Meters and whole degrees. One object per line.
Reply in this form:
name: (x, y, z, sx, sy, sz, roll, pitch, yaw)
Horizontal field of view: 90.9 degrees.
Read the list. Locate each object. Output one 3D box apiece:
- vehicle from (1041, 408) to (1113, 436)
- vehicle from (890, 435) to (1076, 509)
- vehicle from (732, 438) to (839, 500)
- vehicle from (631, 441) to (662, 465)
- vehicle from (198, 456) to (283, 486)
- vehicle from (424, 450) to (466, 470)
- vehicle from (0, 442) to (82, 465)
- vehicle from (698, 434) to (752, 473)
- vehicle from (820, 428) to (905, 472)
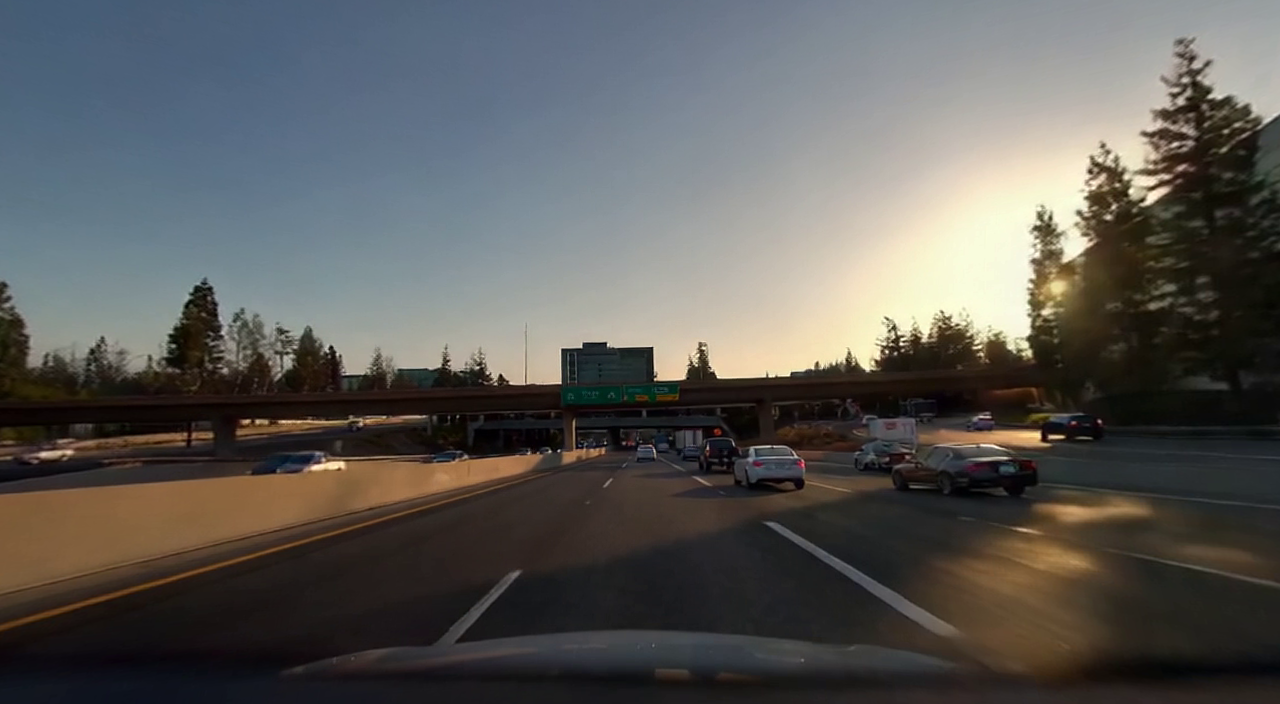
vehicle: (32.437, 5.267, 47.036, 2.131, 1.840, 4.870, -1, -8, 5)
vehicle: (7.823, 2.745, 14.978, 1.919, 1.476, 4.303, 0, -8, -1)
vehicle: (3.880, 3.195, 17.692, 1.902, 1.481, 4.451, 0, -8, -1)
vehicle: (0.430, 7.210, 45.174, 2.124, 1.639, 4.122, 0, -8, -1)
vehicle: (-22.873, 6.800, 36.337, 1.832, 1.483, 4.565, 0, -8, 1)
vehicle: (-15.233, 8.451, 49.462, 1.897, 1.468, 4.391, 0, -8, 1)
vehicle: (-41.623, 7.057, 43.875, 1.753, 1.508, 4.416, 0, -8, -4)
vehicle: (4.307, 5.248, 32.752, 2.086, 1.858, 4.737, 0, -8, -1)
vehicle: (11.184, 4.998, 32.238, 2.193, 2.025, 5.606, 0, -8, -1)
